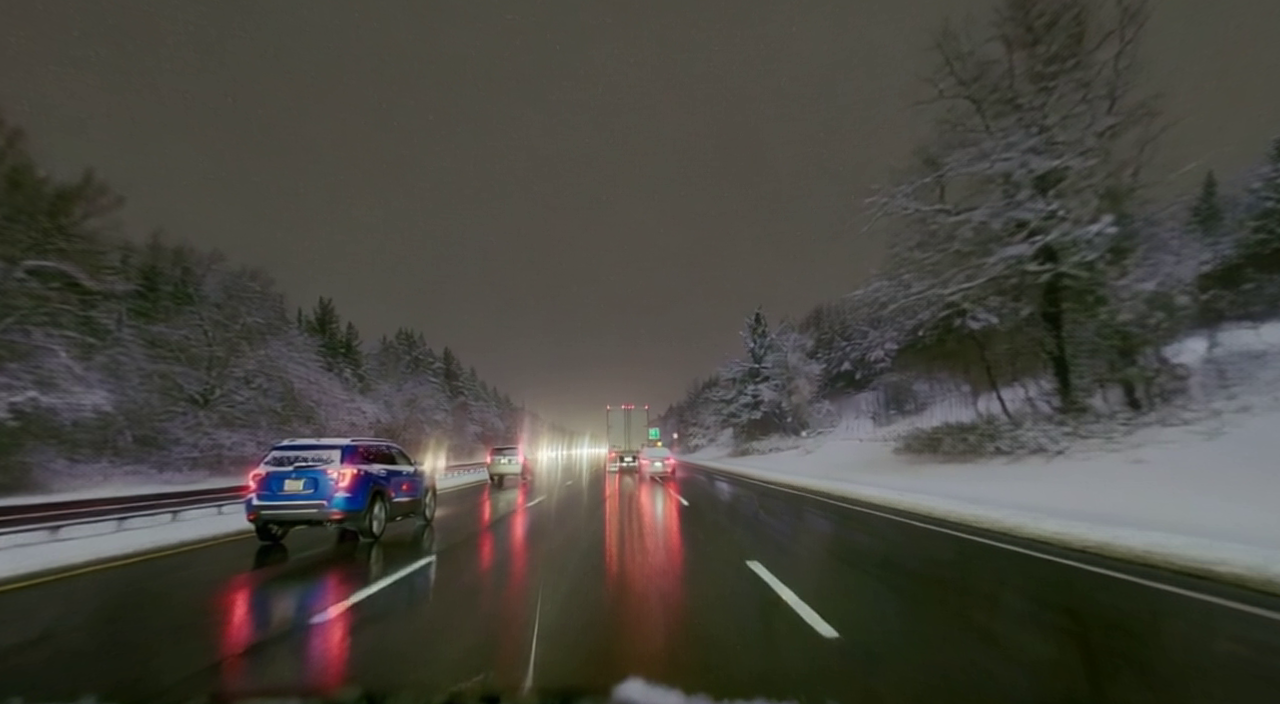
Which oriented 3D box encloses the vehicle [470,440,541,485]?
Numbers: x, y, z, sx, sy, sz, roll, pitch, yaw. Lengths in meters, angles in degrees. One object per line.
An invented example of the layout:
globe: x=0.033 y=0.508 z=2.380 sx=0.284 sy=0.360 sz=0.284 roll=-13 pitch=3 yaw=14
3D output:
vehicle: x=-5.368 y=4.467 z=25.549 sx=2.035 sy=1.664 sz=4.064 roll=0 pitch=-9 yaw=-1

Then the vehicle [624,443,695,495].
vehicle: x=0.525 y=3.748 z=20.474 sx=2.026 sy=1.489 sz=4.045 roll=0 pitch=-9 yaw=-2

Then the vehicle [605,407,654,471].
vehicle: x=-0.916 y=6.380 z=45.525 sx=3.113 sy=4.066 sz=10.786 roll=0 pitch=-9 yaw=-3

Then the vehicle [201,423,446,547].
vehicle: x=-5.021 y=2.157 z=10.775 sx=2.100 sy=1.671 sz=4.105 roll=0 pitch=-9 yaw=-1
